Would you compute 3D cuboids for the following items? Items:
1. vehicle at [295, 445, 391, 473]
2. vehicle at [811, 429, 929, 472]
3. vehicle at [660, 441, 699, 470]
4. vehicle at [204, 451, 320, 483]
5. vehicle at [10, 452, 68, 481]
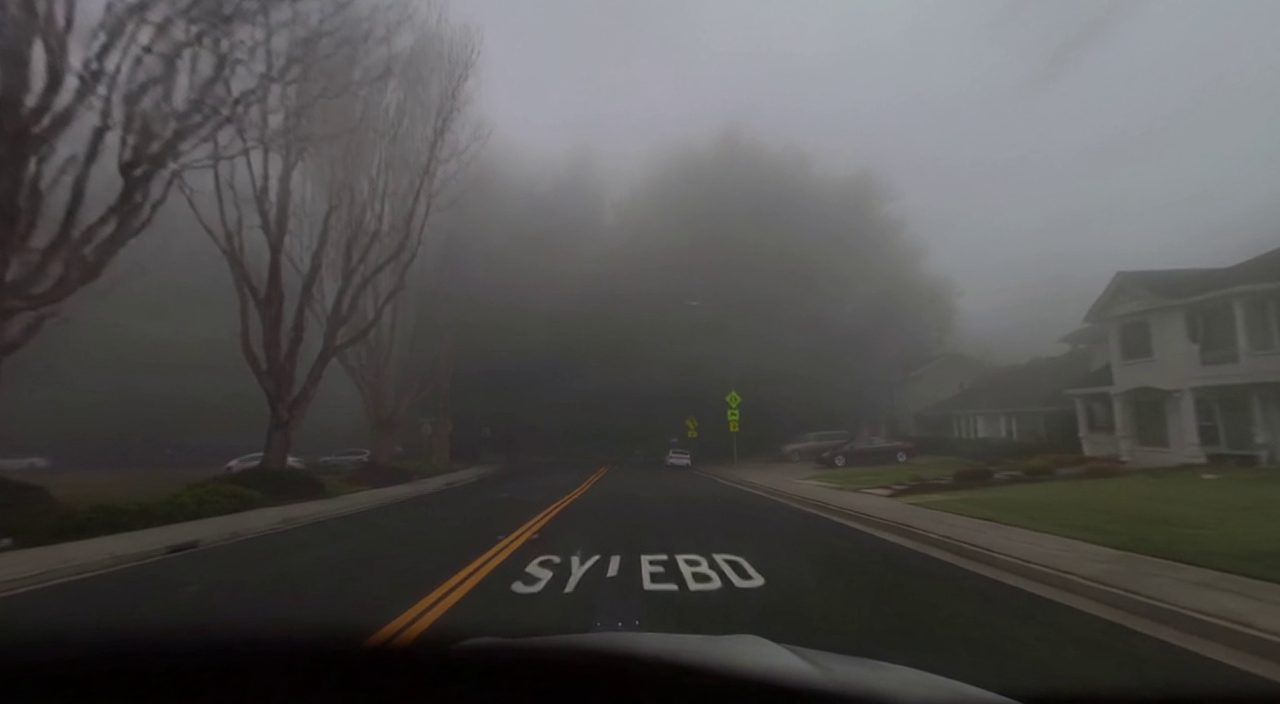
[{"bbox_3d":[-19.977,7.213,42.661,2.059,1.746,5.388,-8,-12,42],"label":"vehicle"},{"bbox_3d":[10.909,4.710,30.223,4.750,1.658,1.902,-4,-10,0],"label":"vehicle"},{"bbox_3d":[2.671,7.204,44.134,2.221,1.892,5.555,1,-9,-2],"label":"vehicle"},{"bbox_3d":[-19.290,5.859,32.376,4.691,1.483,1.955,9,-12,-44],"label":"vehicle"},{"bbox_3d":[-36.552,6.917,38.370,4.177,1.621,1.965,-7,-12,40],"label":"vehicle"}]
